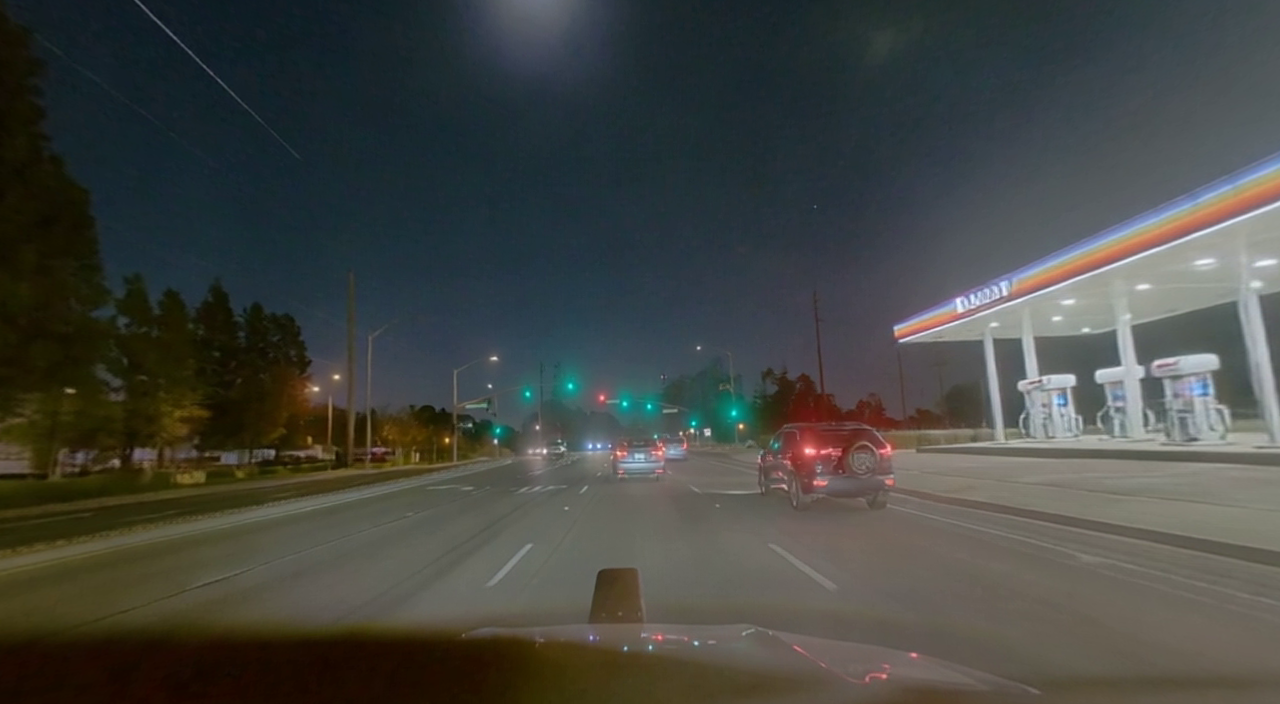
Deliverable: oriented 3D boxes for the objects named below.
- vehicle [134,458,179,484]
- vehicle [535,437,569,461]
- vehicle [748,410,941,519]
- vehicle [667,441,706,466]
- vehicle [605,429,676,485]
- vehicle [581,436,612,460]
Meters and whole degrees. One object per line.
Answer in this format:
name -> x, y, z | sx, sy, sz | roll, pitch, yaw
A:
vehicle -> -30.706, 7.518, 40.070 | 1.948, 1.452, 4.370 | 7, -11, -39
vehicle -> -6.698, 7.423, 48.317 | 1.994, 1.695, 4.471 | 0, -8, 0
vehicle -> 3.851, 2.242, 13.106 | 2.116, 1.791, 5.006 | 0, -8, -3
vehicle -> 2.569, 5.734, 35.863 | 1.822, 1.331, 3.583 | 0, -8, -2
vehicle -> -0.072, 3.511, 21.373 | 2.164, 1.718, 3.881 | 0, -8, -2
vehicle -> -3.322, 7.436, 48.951 | 2.155, 1.745, 4.248 | 0, -8, -1
